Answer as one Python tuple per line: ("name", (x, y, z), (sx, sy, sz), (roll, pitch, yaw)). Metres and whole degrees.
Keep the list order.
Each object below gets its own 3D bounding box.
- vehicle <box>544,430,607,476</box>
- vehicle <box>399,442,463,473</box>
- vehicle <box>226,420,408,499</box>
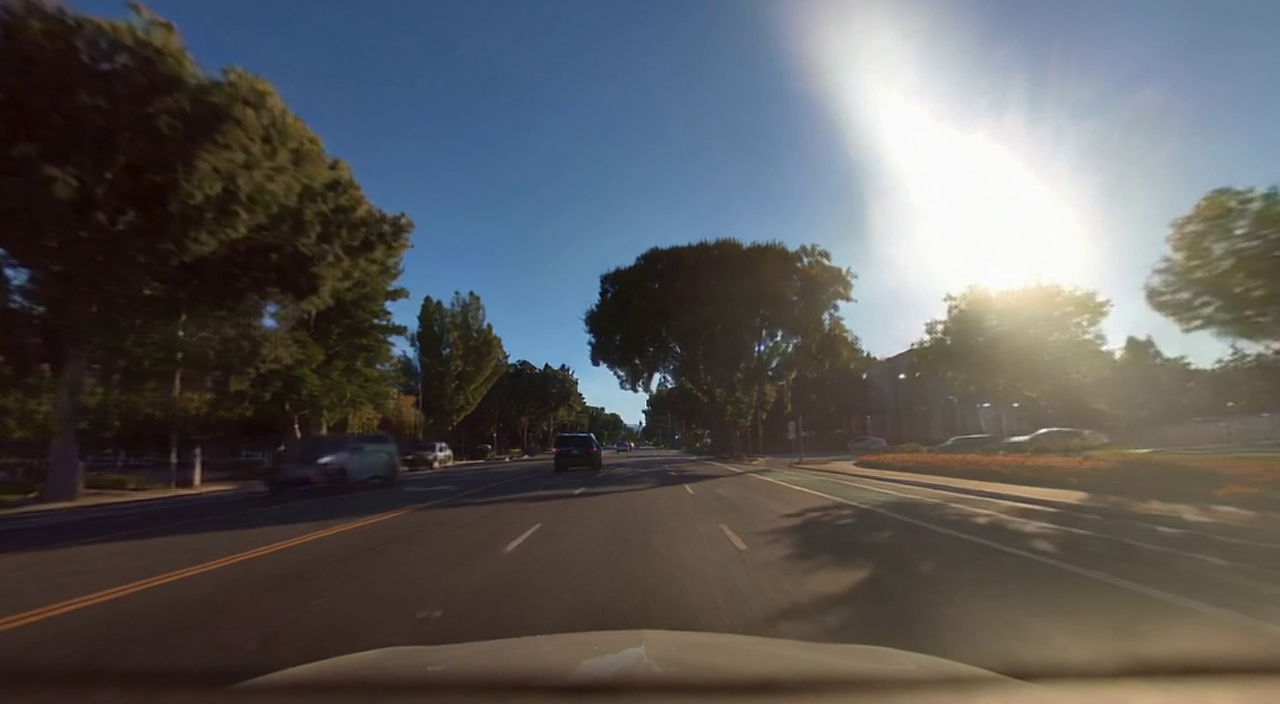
("vehicle", (-2.747, 4.447, 27.975), (2.179, 1.851, 4.756), (0, -8, 1))
("vehicle", (-12.516, 6.328, 38.140), (2.210, 1.720, 4.800), (0, -8, 0))
("vehicle", (-9.210, 3.139, 18.805), (2.302, 1.969, 5.769), (0, -8, 1))
